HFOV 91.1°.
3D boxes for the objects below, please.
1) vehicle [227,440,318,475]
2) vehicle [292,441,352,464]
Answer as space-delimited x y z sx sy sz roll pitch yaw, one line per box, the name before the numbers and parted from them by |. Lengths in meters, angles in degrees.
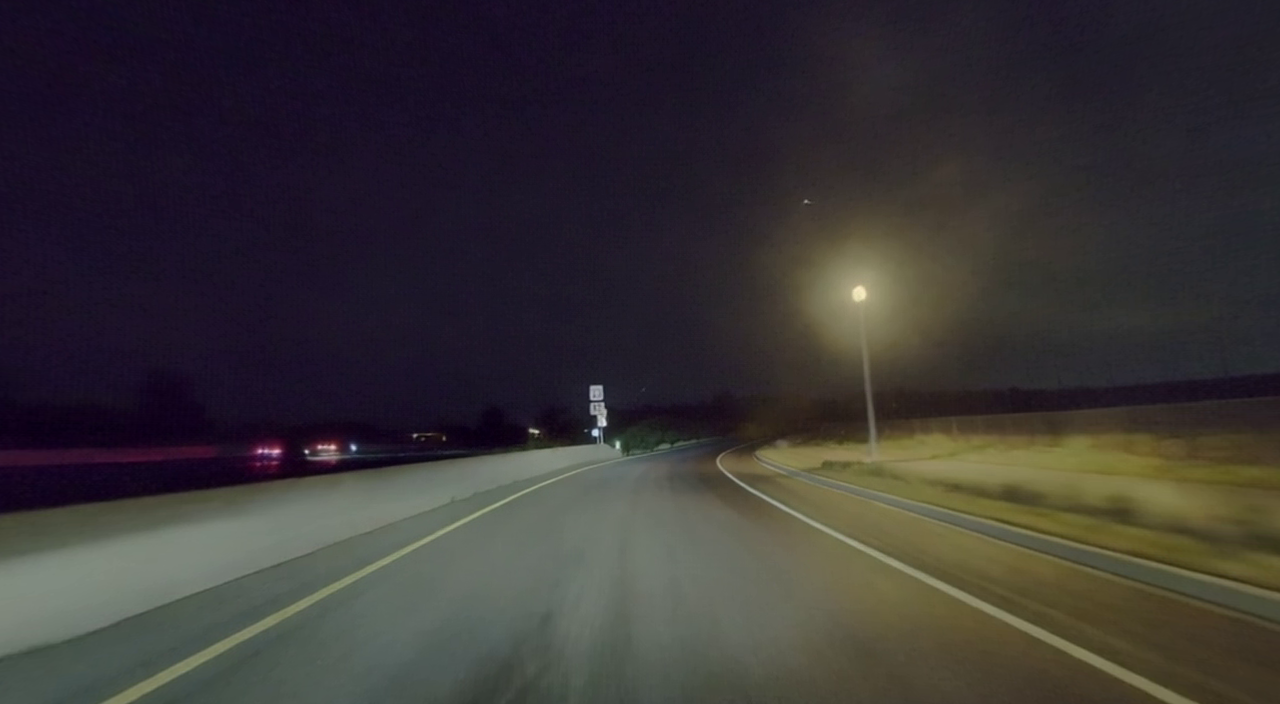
vehicle | -16.787 4.806 28.968 1.895 1.451 4.168 0 -8 -4
vehicle | -21.672 6.851 43.105 1.880 1.509 4.775 0 -8 -4
